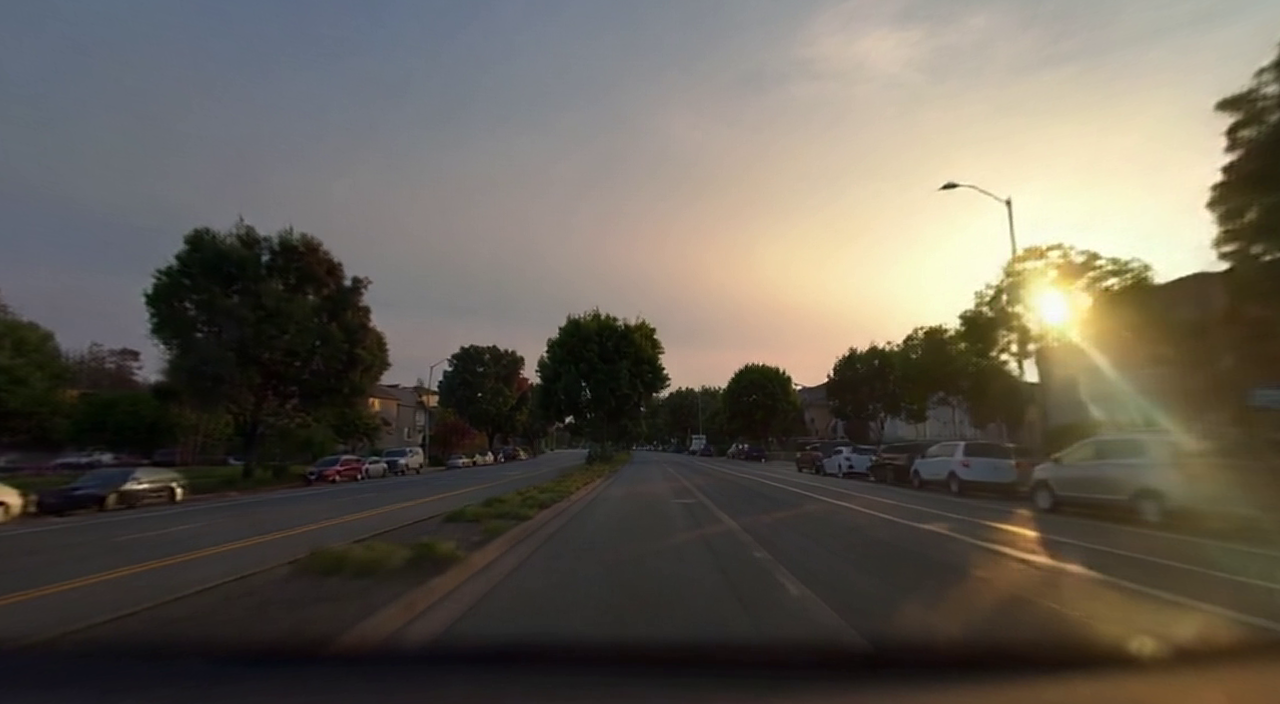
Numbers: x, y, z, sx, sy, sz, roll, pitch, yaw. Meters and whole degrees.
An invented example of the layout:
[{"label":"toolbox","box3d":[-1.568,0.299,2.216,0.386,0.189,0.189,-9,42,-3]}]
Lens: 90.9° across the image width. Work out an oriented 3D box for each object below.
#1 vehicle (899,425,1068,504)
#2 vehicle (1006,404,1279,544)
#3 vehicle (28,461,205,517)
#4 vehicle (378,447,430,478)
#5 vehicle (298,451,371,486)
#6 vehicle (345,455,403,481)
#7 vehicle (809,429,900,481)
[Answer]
[{"label":"vehicle","box3d":[9.756,3.238,18.541,2.088,1.973,5.003,0,-9,-1]},{"label":"vehicle","box3d":[9.659,2.218,12.104,2.169,2.043,5.484,-1,-9,3]},{"label":"vehicle","box3d":[-16.947,4.415,20.801,1.868,1.470,4.652,-1,-9,0]},{"label":"vehicle","box3d":[-16.698,7.810,44.897,2.046,1.945,4.688,-1,-7,-2]},{"label":"vehicle","box3d":[-16.838,6.408,34.990,1.913,1.744,4.478,-1,-9,-2]},{"label":"vehicle","box3d":[-16.685,7.297,39.783,1.740,1.442,4.678,-1,-9,-1]},{"label":"vehicle","box3d":[9.827,4.812,29.518,2.115,2.151,5.826,0,-9,-1]}]
